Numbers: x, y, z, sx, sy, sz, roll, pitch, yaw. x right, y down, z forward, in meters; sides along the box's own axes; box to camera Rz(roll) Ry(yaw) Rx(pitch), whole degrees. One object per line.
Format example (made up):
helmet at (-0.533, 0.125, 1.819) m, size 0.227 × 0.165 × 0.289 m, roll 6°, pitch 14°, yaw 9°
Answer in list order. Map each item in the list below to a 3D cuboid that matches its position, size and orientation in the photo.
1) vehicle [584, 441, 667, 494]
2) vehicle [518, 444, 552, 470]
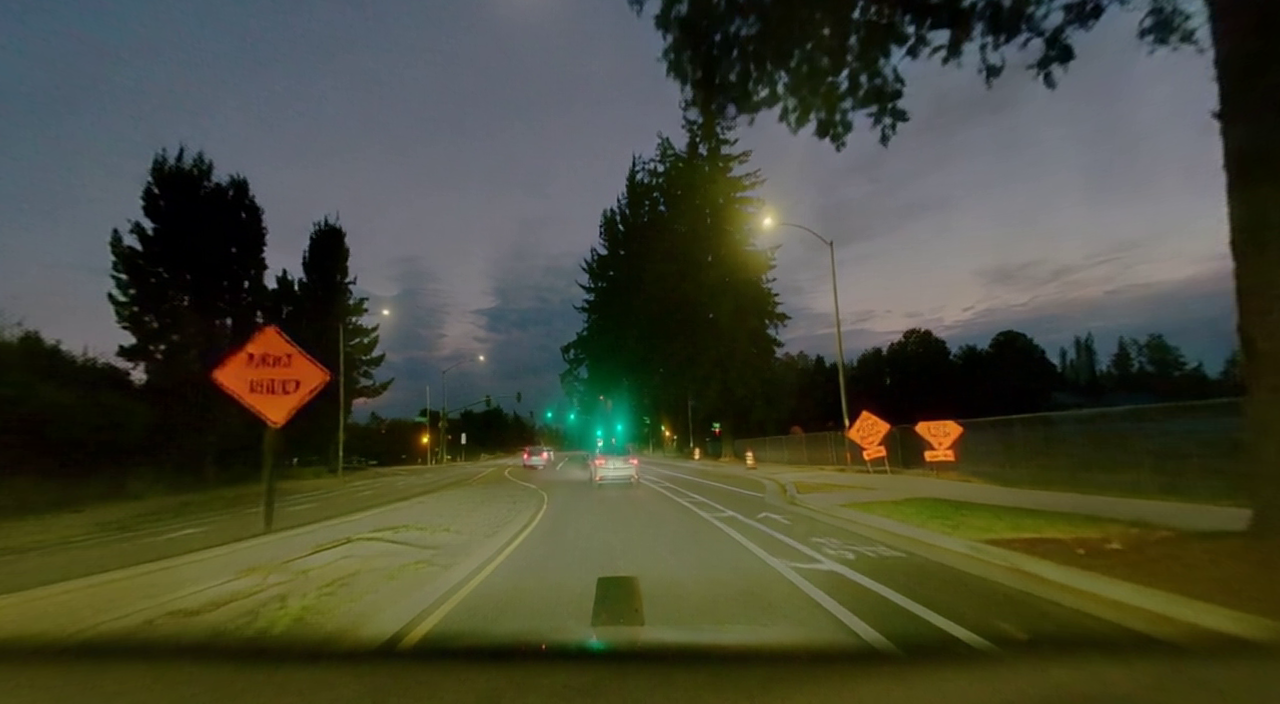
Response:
vehicle at (-0.596, 3.698, 20.661) m, size 2.266 × 1.508 × 4.430 m, roll 1°, pitch -9°, yaw -7°
vehicle at (-7.083, 7.151, 43.113) m, size 2.077 × 1.665 × 4.206 m, roll 1°, pitch -9°, yaw -7°
